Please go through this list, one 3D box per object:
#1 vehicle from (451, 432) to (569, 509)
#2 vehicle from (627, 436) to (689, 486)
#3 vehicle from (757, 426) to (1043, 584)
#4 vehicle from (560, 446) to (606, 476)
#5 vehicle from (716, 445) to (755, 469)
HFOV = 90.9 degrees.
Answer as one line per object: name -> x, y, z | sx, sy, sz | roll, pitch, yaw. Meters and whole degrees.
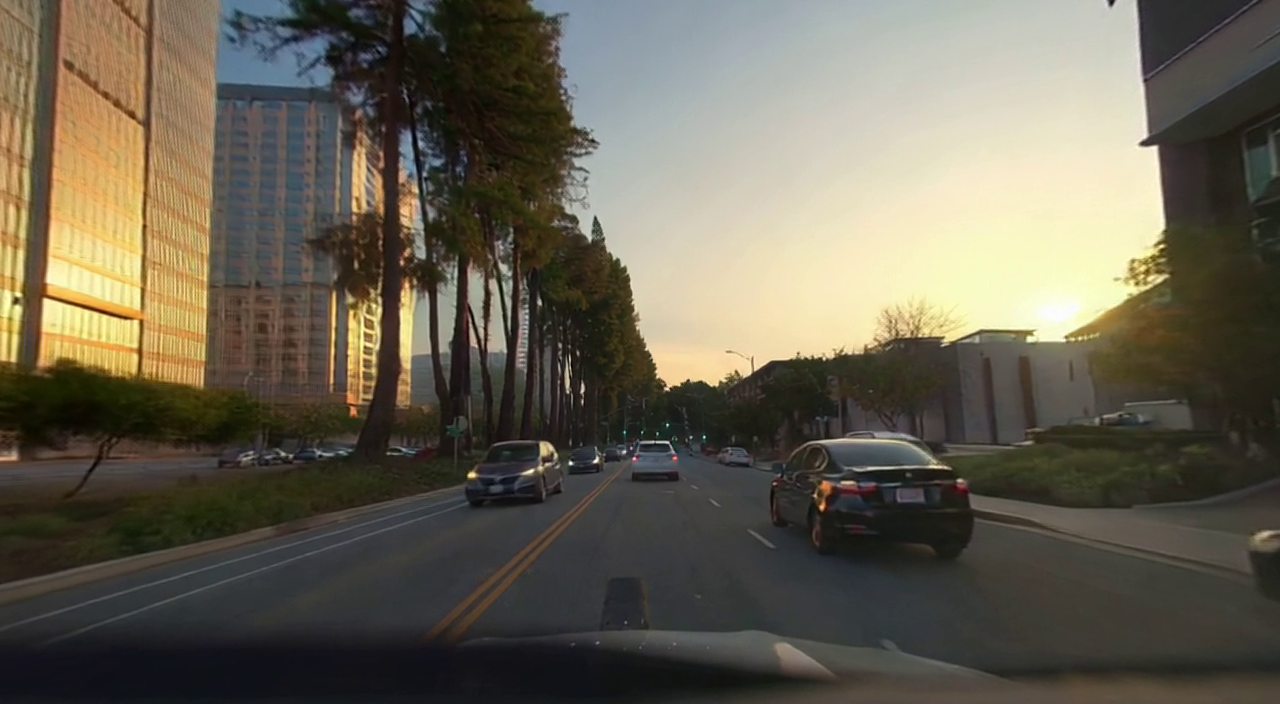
vehicle -> -3.216, 3.032, 16.598 | 2.124, 1.731, 4.227 | -1, -8, 1
vehicle -> 0.652, 4.014, 23.484 | 2.105, 1.653, 3.887 | 0, -8, 1
vehicle -> 2.950, 1.820, 8.338 | 1.991, 1.536, 4.116 | 0, -8, 0
vehicle -> -2.870, 5.610, 32.602 | 1.997, 1.415, 4.195 | 0, -8, 0
vehicle -> 6.240, 6.900, 41.686 | 1.885, 1.467, 4.546 | 0, -8, 0
